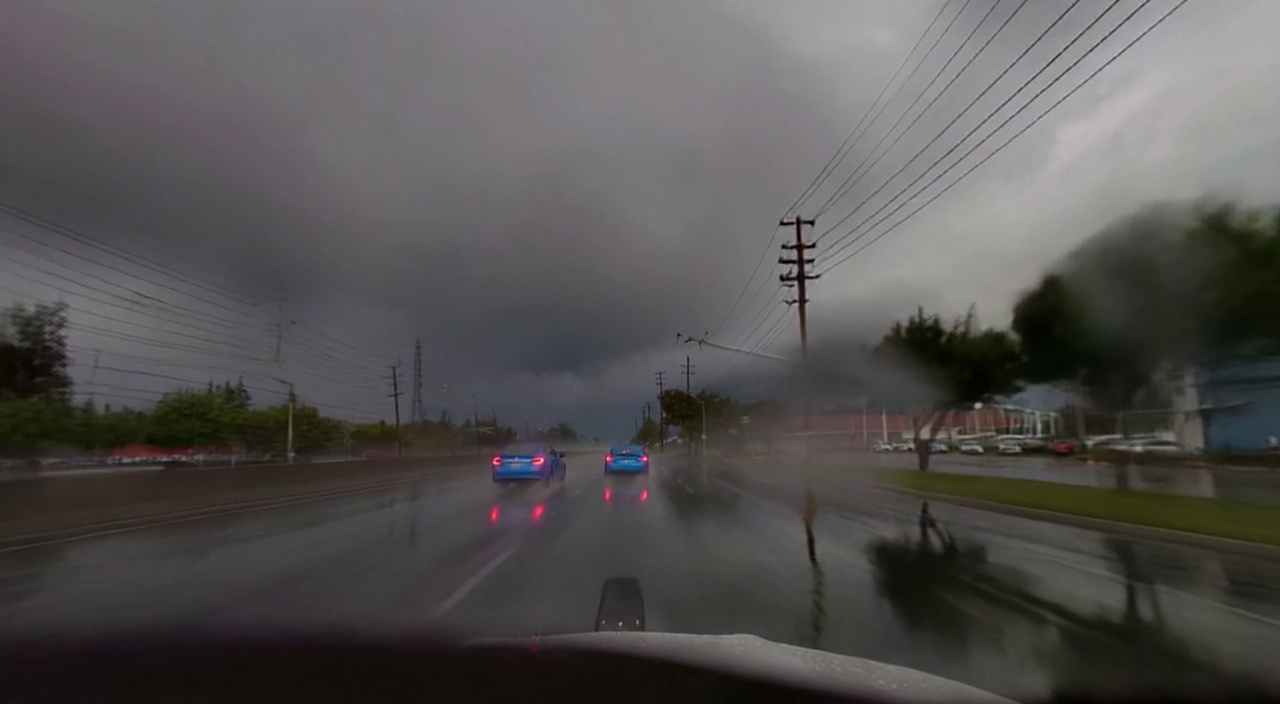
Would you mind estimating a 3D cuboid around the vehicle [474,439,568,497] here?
[{"bbox_3d":[-3.579,3.594,20.014,1.985,1.607,4.892,0,-9,1],"label":"vehicle"}]

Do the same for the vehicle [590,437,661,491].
[{"bbox_3d":[-0.450,3.776,21.584,2.189,1.652,4.135,0,-9,0],"label":"vehicle"}]
